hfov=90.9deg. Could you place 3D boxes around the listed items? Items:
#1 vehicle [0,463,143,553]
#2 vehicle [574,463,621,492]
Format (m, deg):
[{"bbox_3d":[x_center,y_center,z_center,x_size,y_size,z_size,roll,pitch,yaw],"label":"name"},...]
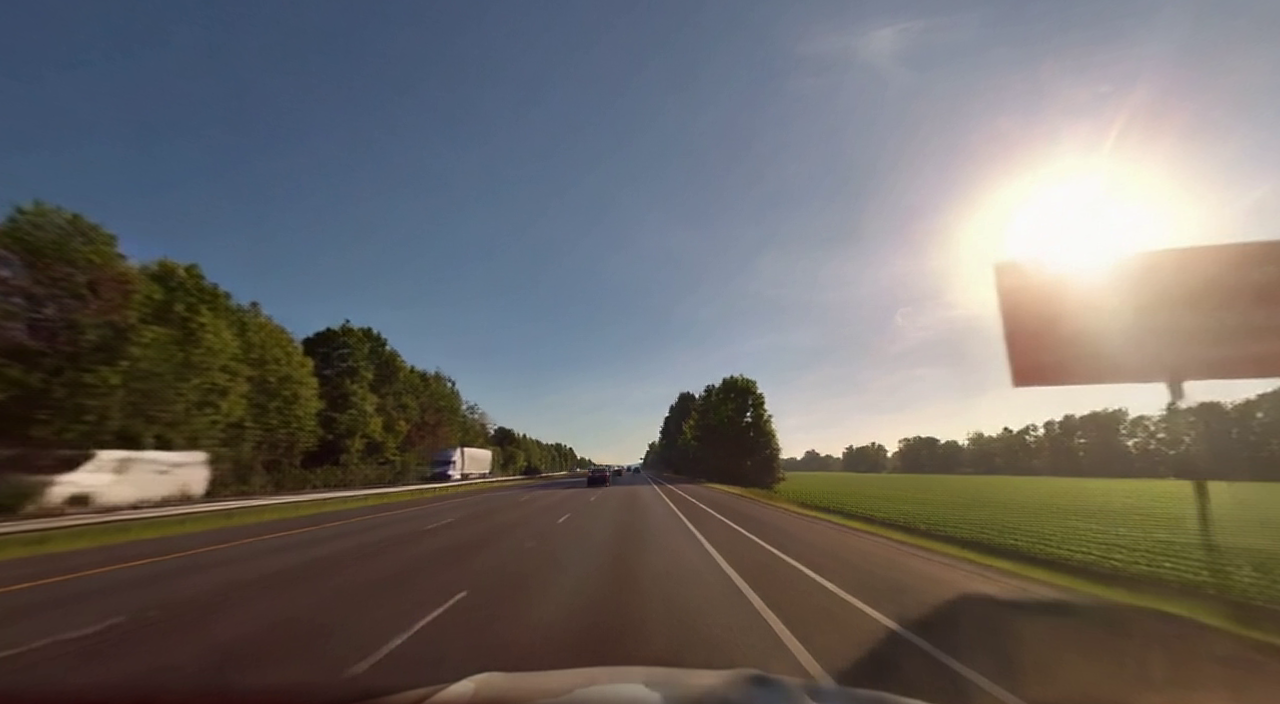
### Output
[{"bbox_3d":[-12.111,2.929,12.094,1.834,1.541,3.969,1,-10,-1],"label":"vehicle"},{"bbox_3d":[-2.228,6.813,34.396,2.183,1.435,4.653,1,-10,1],"label":"vehicle"}]
